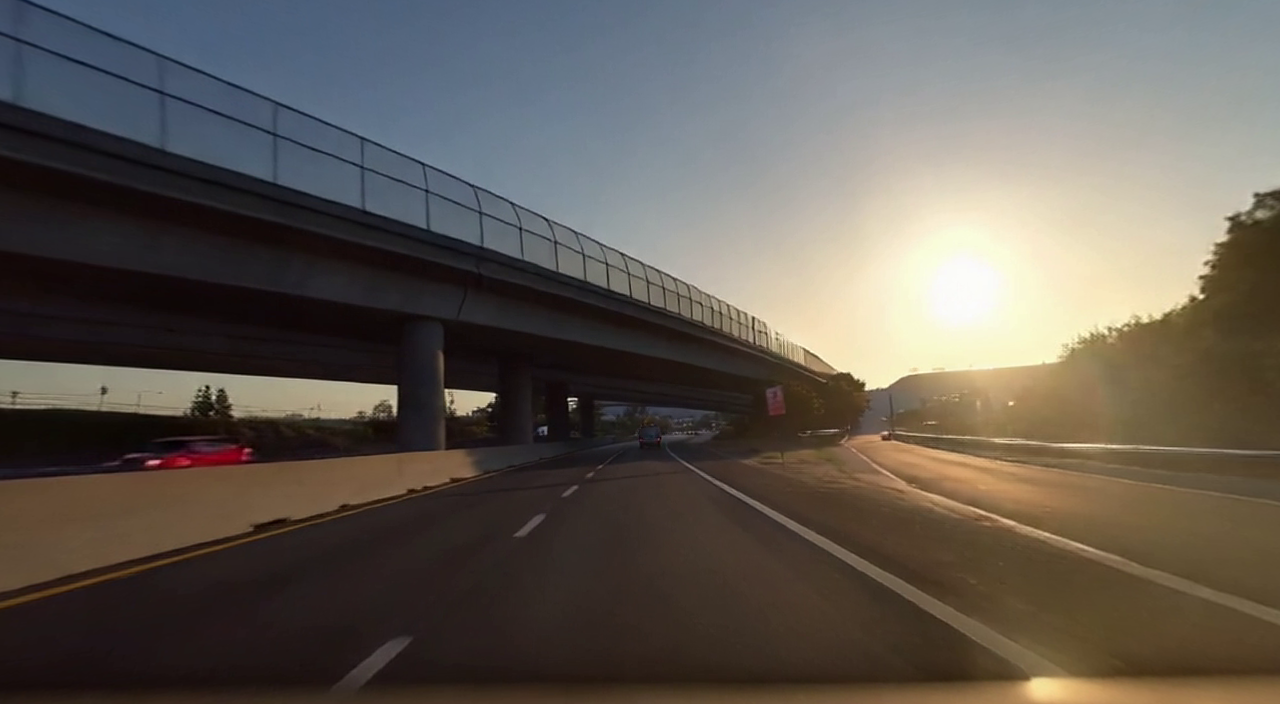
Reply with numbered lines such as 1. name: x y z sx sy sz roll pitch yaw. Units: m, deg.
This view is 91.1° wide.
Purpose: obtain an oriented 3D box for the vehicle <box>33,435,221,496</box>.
1. vehicle: -14.082 3.103 17.624 1.828 1.495 4.024 0 -8 0
